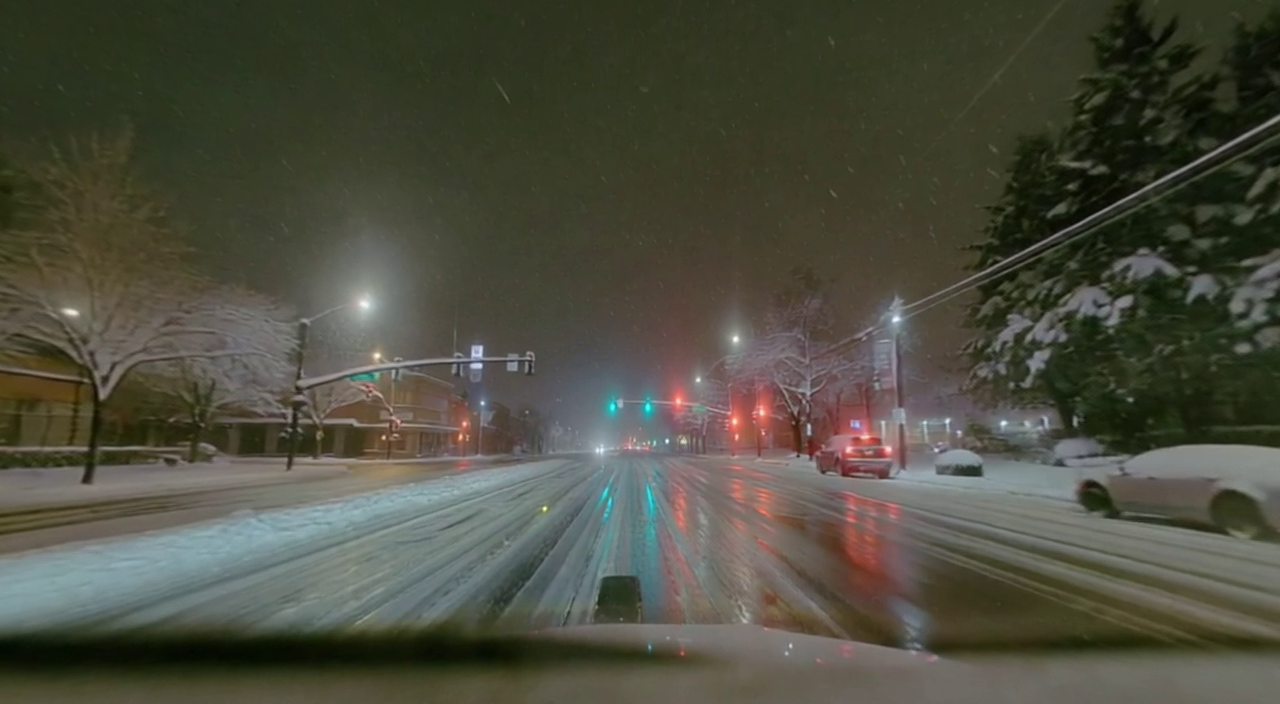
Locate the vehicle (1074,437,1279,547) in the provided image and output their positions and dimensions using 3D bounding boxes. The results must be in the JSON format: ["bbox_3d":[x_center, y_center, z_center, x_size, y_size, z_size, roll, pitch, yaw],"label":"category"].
[{"bbox_3d":[9.613,2.131,10.135,1.945,1.478,4.653,0,-9,-1],"label":"vehicle"}]

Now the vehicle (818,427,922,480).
[{"bbox_3d":[9.972,4.473,28.074,2.273,2.103,5.788,0,-9,-2],"label":"vehicle"}]
